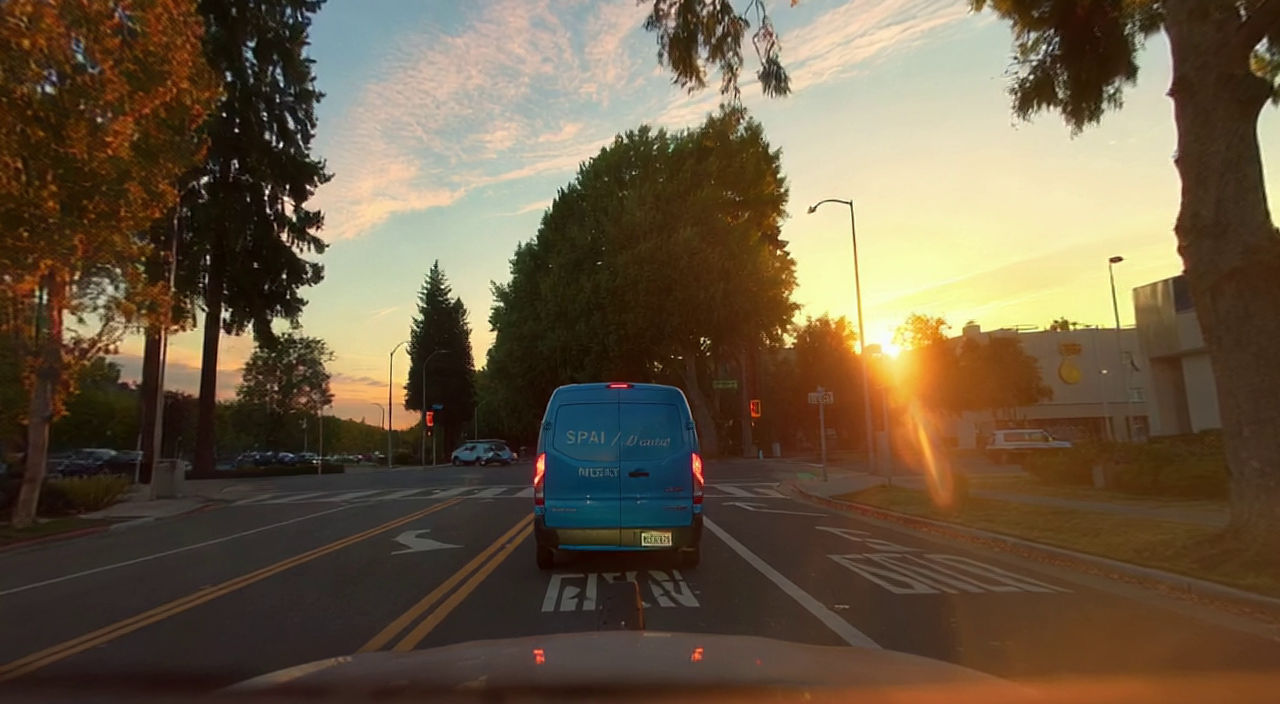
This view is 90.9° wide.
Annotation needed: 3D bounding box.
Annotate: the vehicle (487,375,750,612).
[{"bbox_3d":[-0.292,1.475,7.305,2.181,1.949,3.932,1,-9,-4],"label":"vehicle"}]
